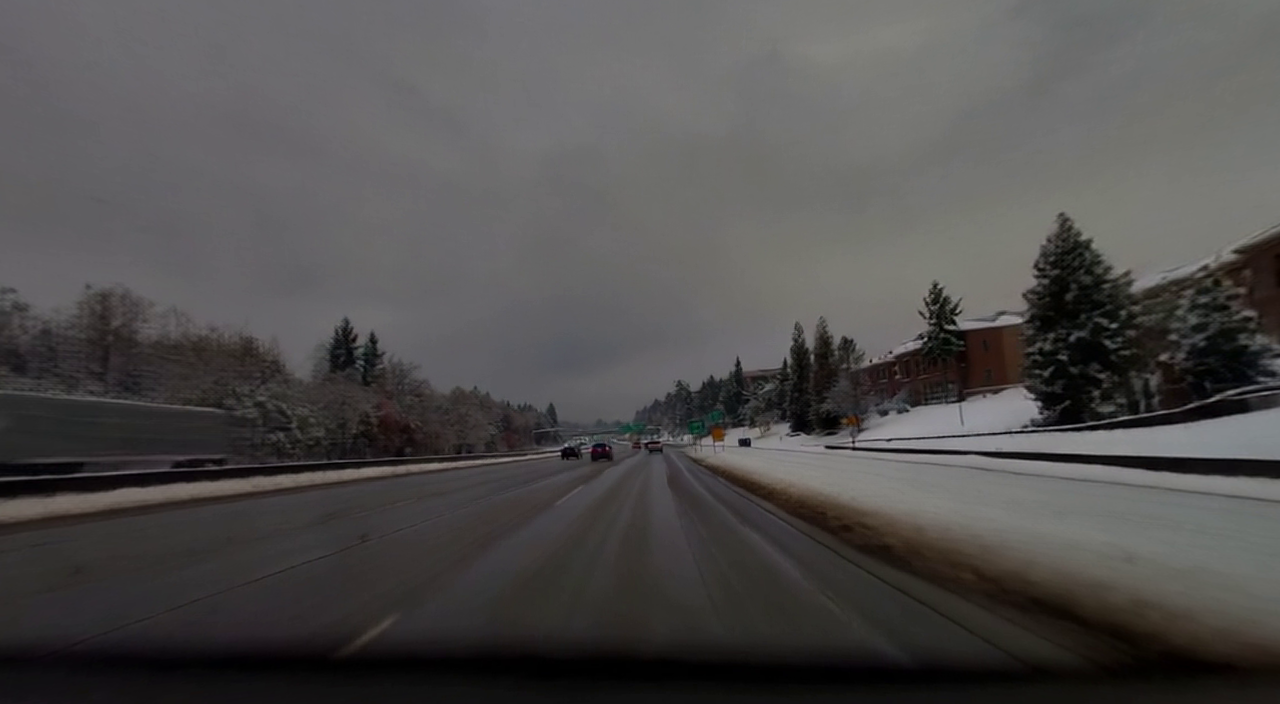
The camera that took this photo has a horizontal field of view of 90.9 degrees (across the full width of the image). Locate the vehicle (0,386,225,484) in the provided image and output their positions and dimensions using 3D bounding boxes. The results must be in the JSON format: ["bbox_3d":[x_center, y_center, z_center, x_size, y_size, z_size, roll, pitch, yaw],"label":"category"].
[{"bbox_3d":[-27.118,4.299,32.120,2.800,3.932,13.284,0,-8,1],"label":"vehicle"}]

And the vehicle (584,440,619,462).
[{"bbox_3d":[-2.637,6.945,44.348,2.112,1.489,4.266,0,-8,1],"label":"vehicle"}]
